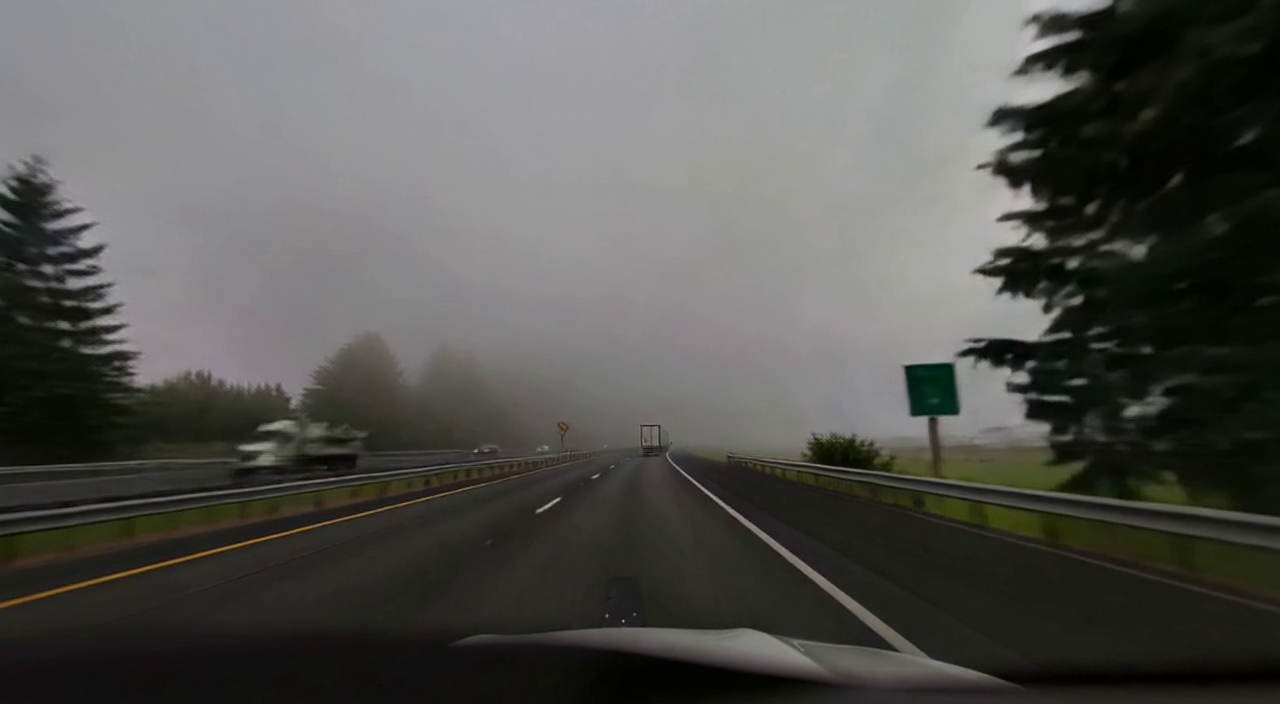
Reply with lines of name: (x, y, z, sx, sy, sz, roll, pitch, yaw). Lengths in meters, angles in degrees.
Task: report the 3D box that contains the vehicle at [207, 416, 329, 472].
vehicle: (-16.709, 4.214, 28.737, 2.169, 2.282, 5.319, 0, -9, 1)
